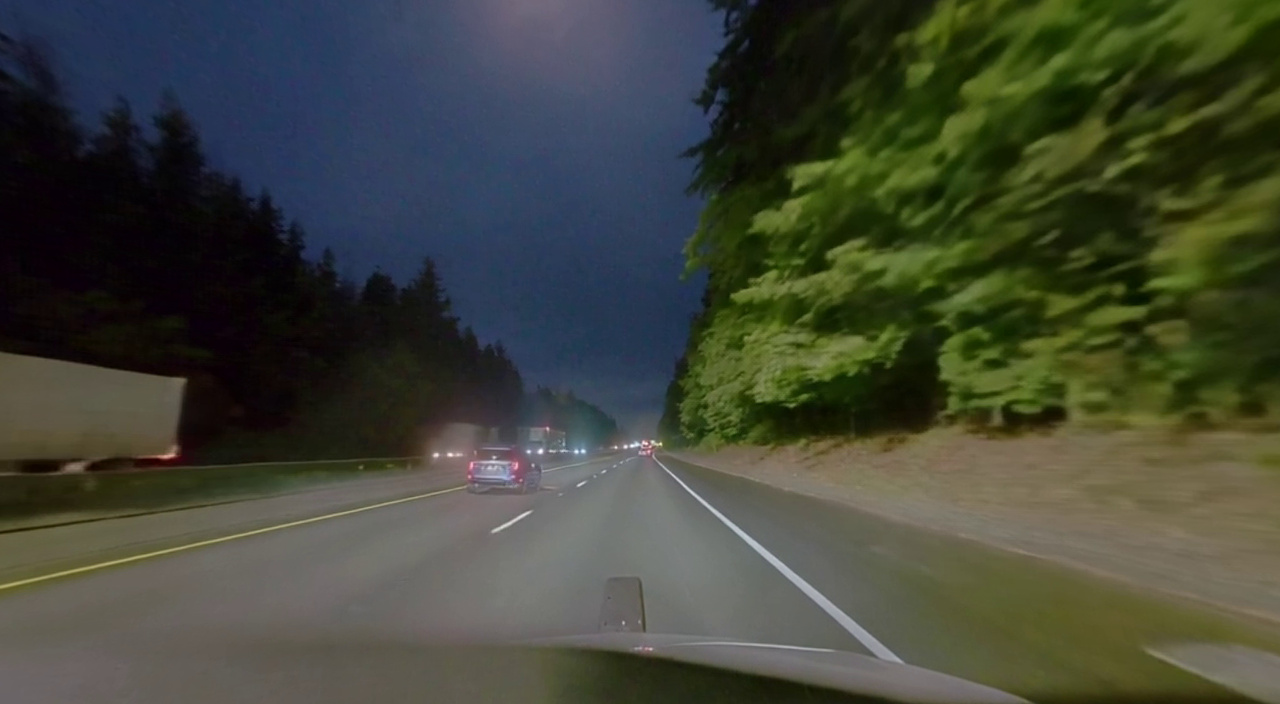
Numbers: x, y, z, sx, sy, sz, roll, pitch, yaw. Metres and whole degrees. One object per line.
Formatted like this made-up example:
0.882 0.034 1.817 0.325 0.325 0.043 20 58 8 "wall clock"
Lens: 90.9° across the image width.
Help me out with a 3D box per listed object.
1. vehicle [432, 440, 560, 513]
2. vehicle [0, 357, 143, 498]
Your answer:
-3.306 2.962 15.500 1.969 1.505 4.636 0 -9 1 "vehicle"
-17.083 1.723 14.640 2.902 3.412 9.823 0 -9 1 "vehicle"
